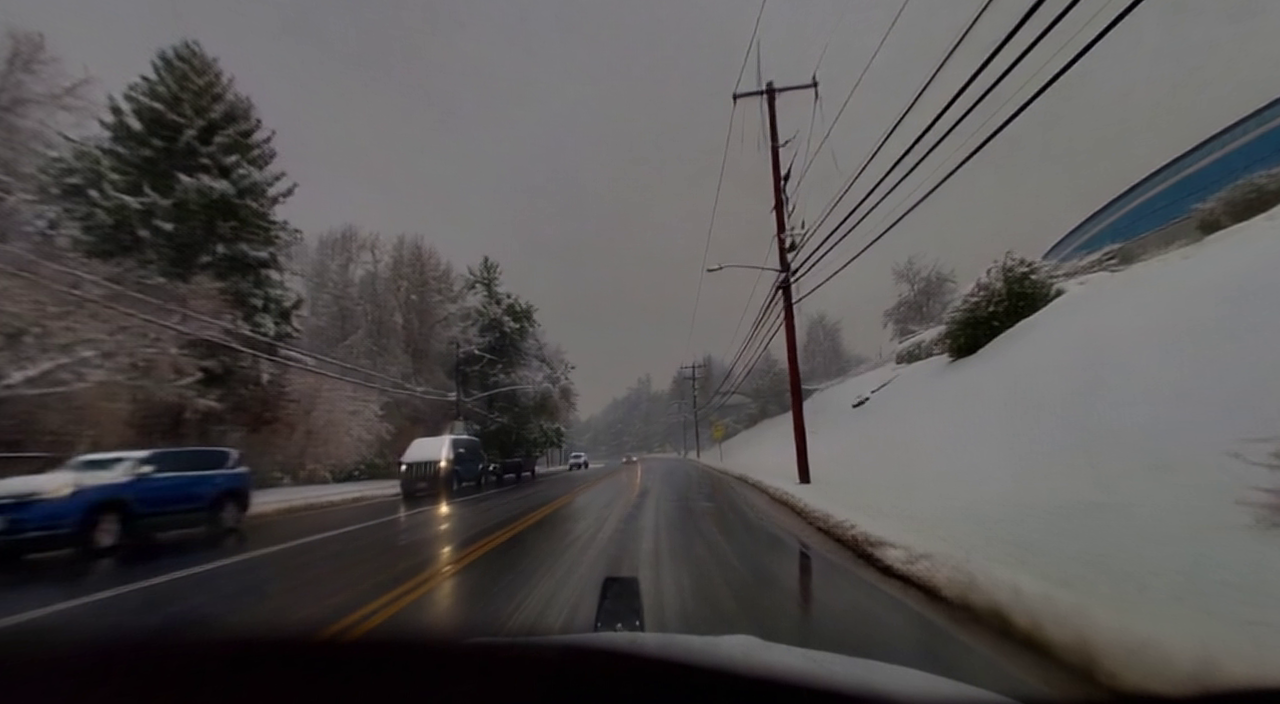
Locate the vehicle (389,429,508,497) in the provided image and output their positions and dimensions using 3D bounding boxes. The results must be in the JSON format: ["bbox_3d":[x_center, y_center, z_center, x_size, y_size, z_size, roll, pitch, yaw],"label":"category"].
[{"bbox_3d":[-6.745,3.966,22.925,2.295,1.989,5.055,-6,-9,5],"label":"vehicle"}]

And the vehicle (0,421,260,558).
[{"bbox_3d":[-7.813,2.063,9.409,1.927,1.542,3.886,-5,-11,-1],"label":"vehicle"}]
